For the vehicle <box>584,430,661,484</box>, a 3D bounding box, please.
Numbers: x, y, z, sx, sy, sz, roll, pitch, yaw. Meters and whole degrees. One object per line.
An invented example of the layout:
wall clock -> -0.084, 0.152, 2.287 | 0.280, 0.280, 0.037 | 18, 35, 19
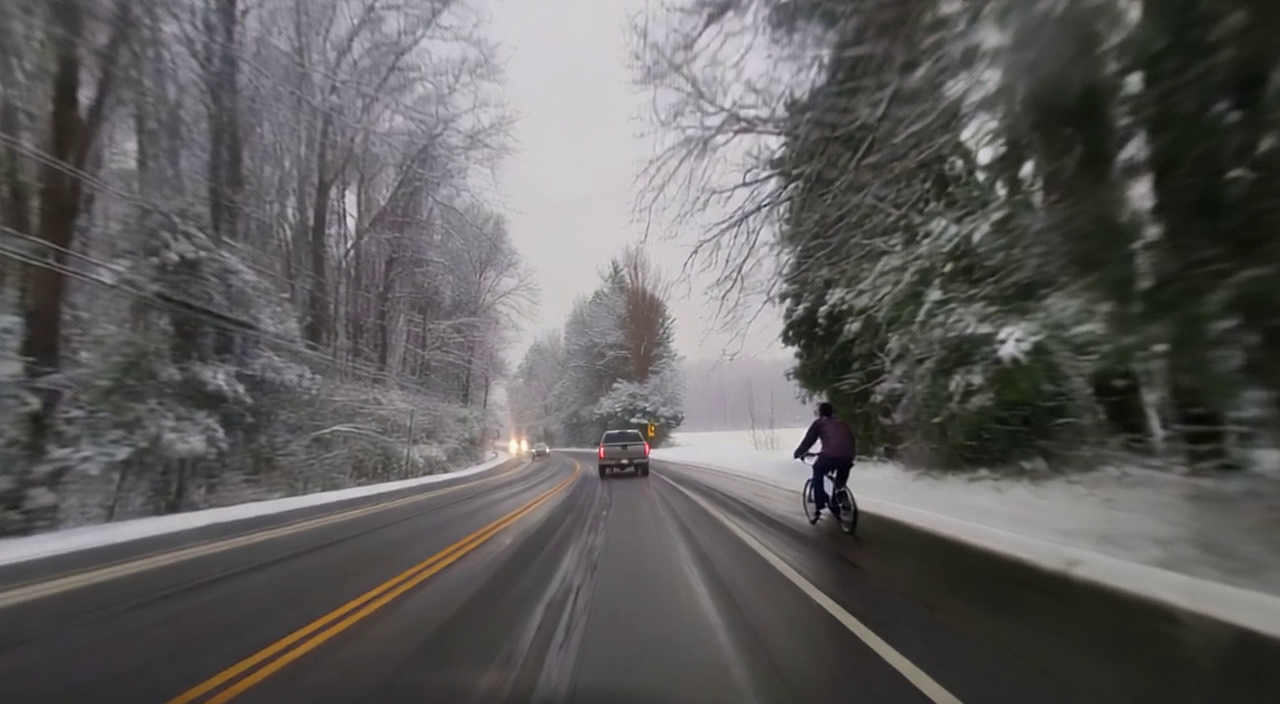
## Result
vehicle -> -0.748, 3.965, 24.157 | 2.631, 1.798, 5.331 | 0, -8, -3
